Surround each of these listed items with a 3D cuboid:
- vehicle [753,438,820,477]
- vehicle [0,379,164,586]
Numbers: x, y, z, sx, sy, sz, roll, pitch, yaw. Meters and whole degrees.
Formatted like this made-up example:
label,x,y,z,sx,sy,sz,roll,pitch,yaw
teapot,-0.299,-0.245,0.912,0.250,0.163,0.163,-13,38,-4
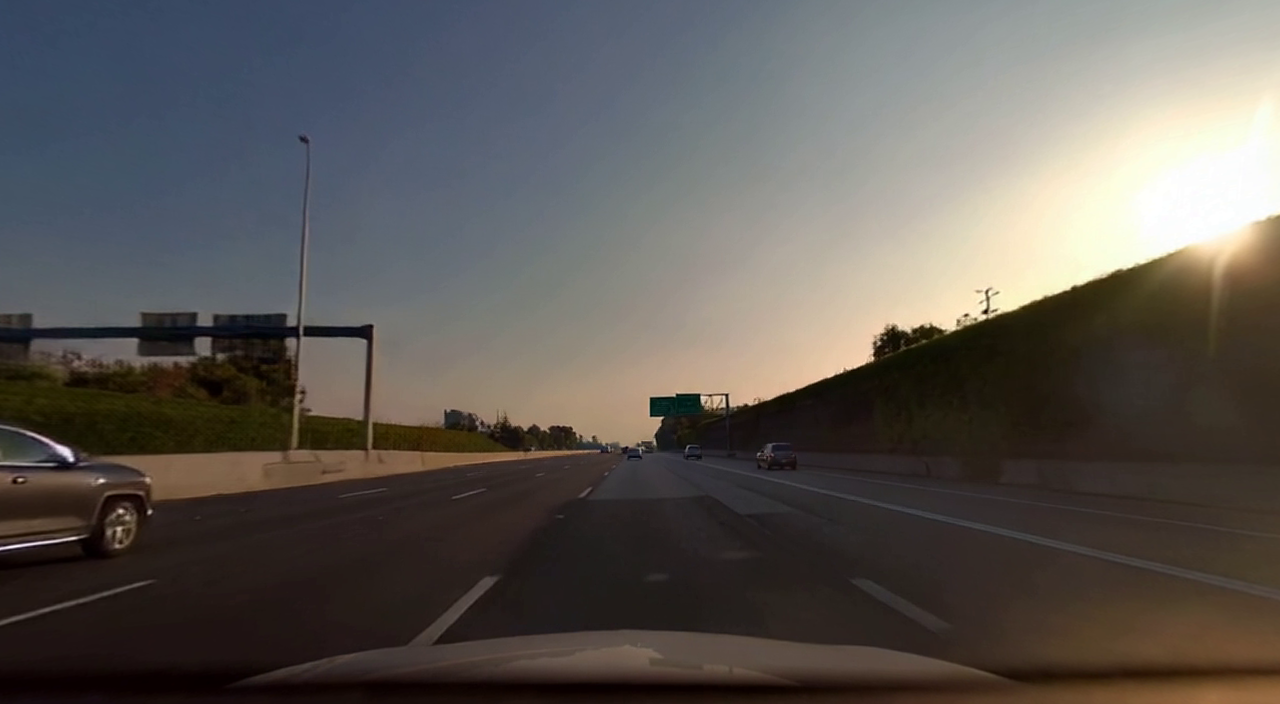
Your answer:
label,x,y,z,sx,sy,sz,roll,pitch,yaw
vehicle,7.169,5.200,31.298,2.167,1.781,4.340,0,-9,-1
vehicle,-7.500,1.194,5.602,2.431,2.005,5.166,0,-9,0
